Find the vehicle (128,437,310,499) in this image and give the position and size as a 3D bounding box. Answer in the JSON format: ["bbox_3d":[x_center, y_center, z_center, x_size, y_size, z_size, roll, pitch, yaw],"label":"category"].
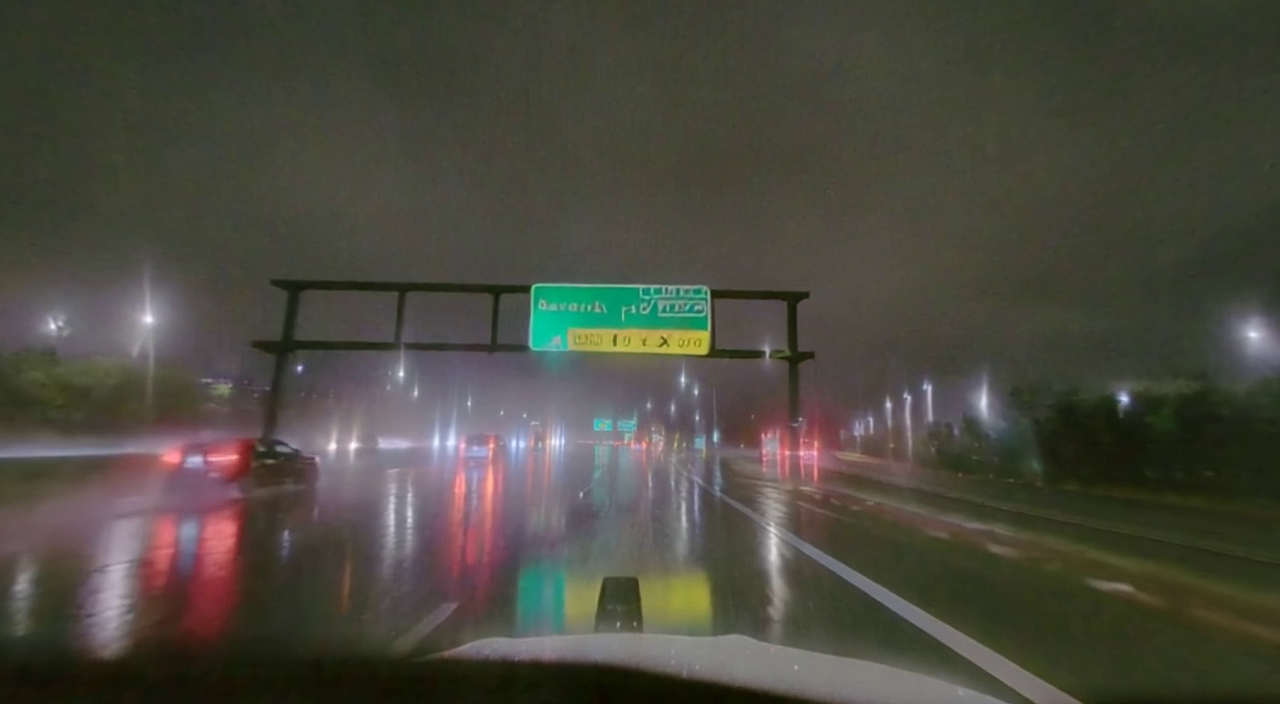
[{"bbox_3d":[-10.813,2.959,16.591,1.976,1.413,4.088,0,-8,0],"label":"vehicle"}]

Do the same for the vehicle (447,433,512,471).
[{"bbox_3d":[-7.386,4.619,29.328,1.979,1.646,4.096,0,-8,0],"label":"vehicle"}]

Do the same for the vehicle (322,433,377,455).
[{"bbox_3d":[-20.422,6.498,44.382,1.842,1.464,4.113,0,-8,0],"label":"vehicle"}]
